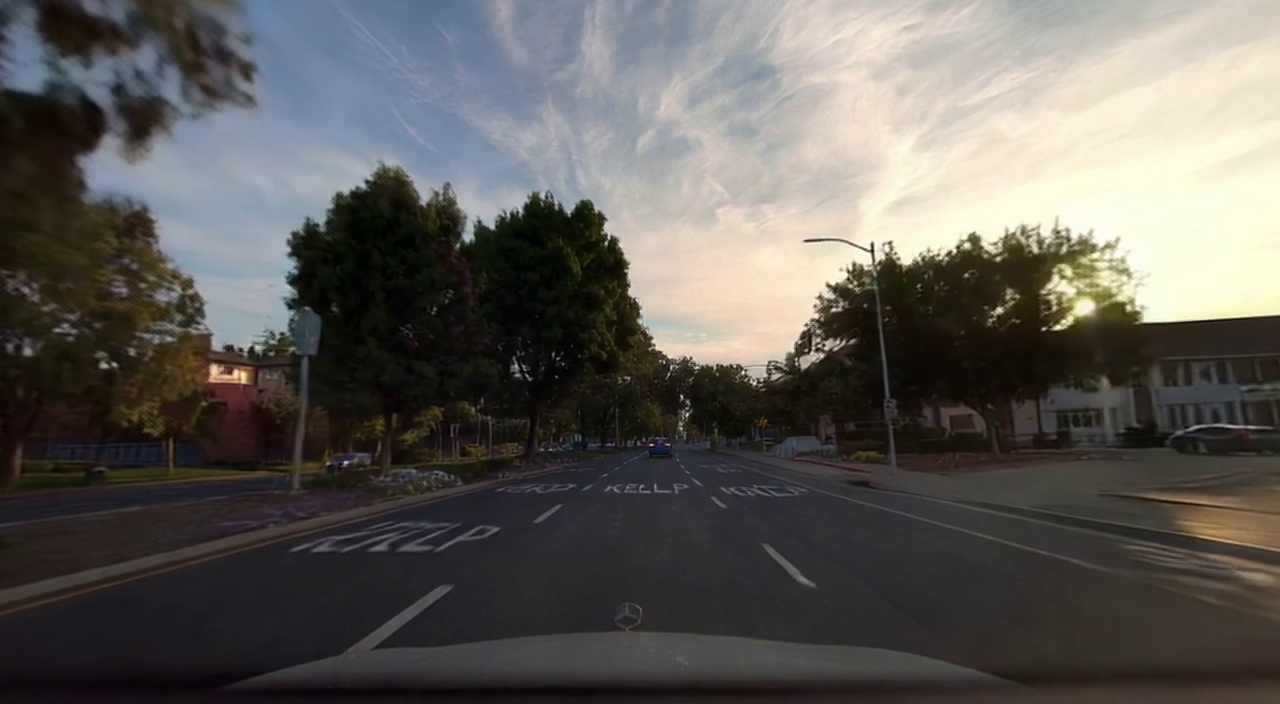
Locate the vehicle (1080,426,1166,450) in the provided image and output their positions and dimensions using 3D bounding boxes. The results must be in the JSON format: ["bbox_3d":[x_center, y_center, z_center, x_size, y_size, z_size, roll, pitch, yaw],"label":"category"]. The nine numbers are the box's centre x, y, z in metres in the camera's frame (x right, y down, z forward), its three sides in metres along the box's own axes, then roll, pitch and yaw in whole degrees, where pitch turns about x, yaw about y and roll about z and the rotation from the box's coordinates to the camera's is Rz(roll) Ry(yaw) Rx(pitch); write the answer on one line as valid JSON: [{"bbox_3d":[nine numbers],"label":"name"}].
[{"bbox_3d":[31.956,5.717,41.641,4.002,1.501,2.000,0,-9,0],"label":"vehicle"}]

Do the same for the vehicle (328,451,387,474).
[{"bbox_3d":[-19.765,7.732,44.125,1.885,1.464,4.525,0,-9,2],"label":"vehicle"}]

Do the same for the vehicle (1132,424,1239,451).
[{"bbox_3d":[31.690,4.989,36.555,4.282,1.486,2.017,0,-9,0],"label":"vehicle"}]

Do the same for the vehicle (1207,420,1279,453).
[{"bbox_3d":[31.376,4.179,31.336,4.051,1.475,1.949,-3,-9,2],"label":"vehicle"}]

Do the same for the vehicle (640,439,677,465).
[{"bbox_3d":[1.104,6.206,39.098,2.144,1.505,4.128,0,-8,1],"label":"vehicle"}]
